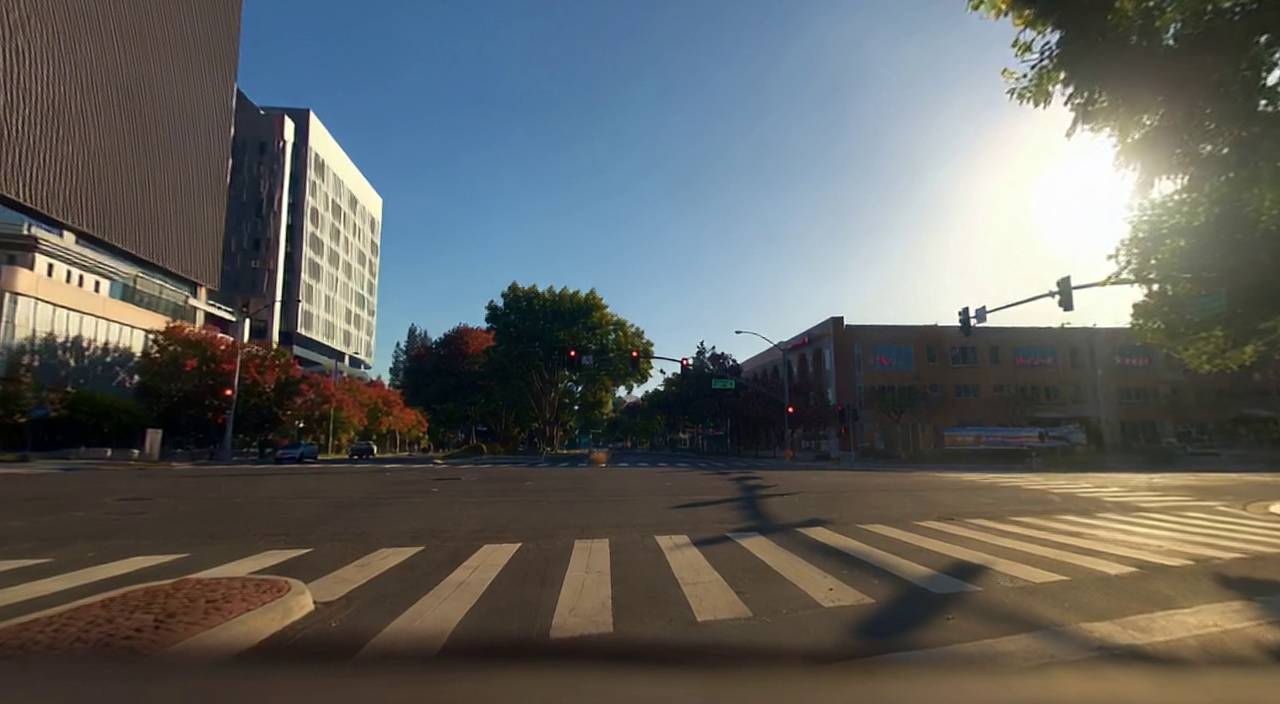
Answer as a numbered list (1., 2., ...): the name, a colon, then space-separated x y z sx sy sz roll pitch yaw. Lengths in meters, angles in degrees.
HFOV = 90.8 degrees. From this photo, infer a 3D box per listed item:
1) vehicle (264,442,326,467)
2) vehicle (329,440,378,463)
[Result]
1. vehicle: -21.842 6.500 40.202 2.005 1.496 4.020 1 -9 -6
2. vehicle: -22.512 7.830 49.789 2.023 1.706 4.756 1 -9 -6
